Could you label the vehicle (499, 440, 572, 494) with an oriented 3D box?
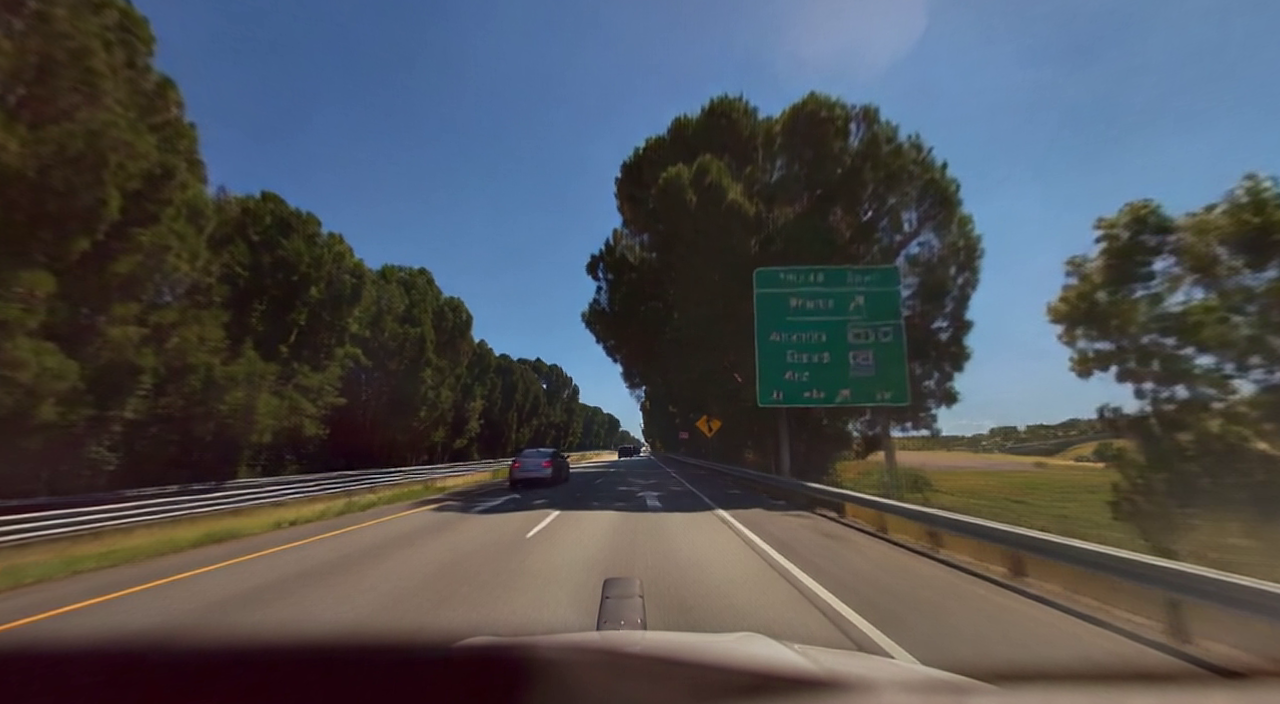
[{"bbox_3d":[-3.222,3.619,20.136,1.675,1.537,3.574,0,-9,1],"label":"vehicle"}]
